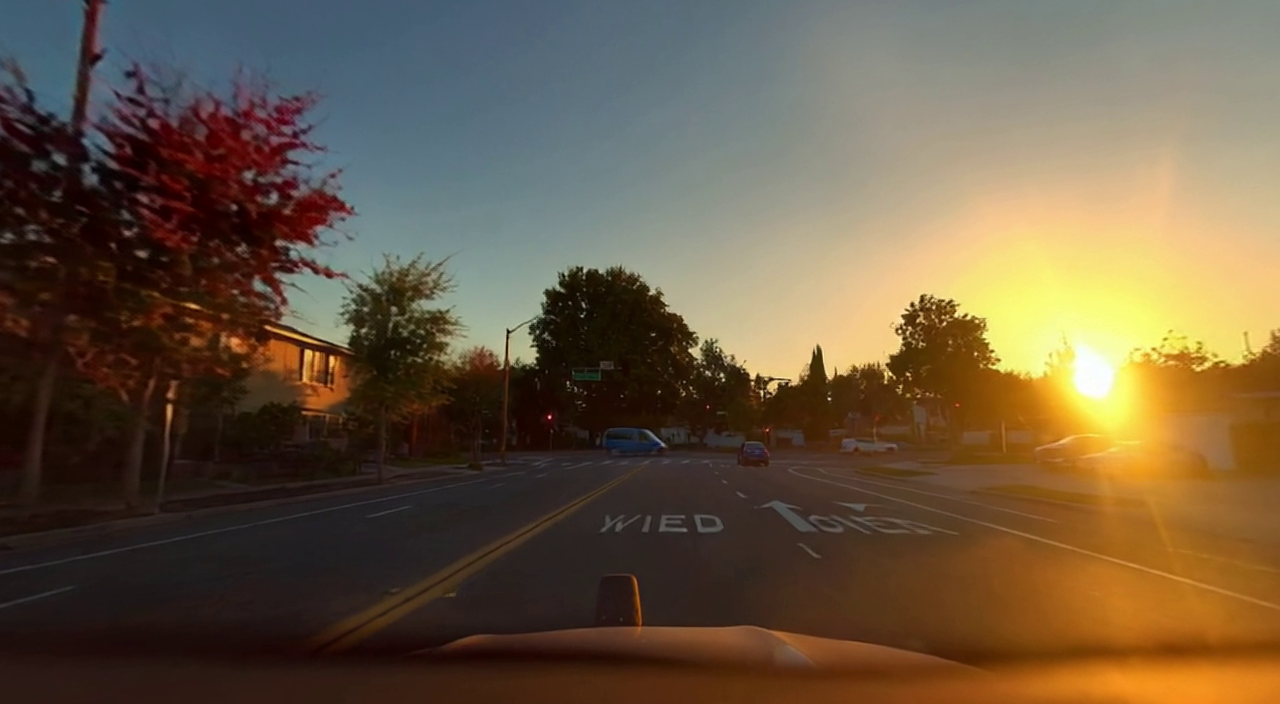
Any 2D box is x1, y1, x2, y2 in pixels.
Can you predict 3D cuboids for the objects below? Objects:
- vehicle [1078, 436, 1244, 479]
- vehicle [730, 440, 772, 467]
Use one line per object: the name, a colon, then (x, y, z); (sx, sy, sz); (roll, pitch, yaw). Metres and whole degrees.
vehicle: (18.356, 3.728, 22.451); (4.104, 1.449, 1.896); (-1, -8, 3)
vehicle: (6.474, 5.958, 37.214); (1.947, 1.485, 4.336); (-1, -8, 4)
